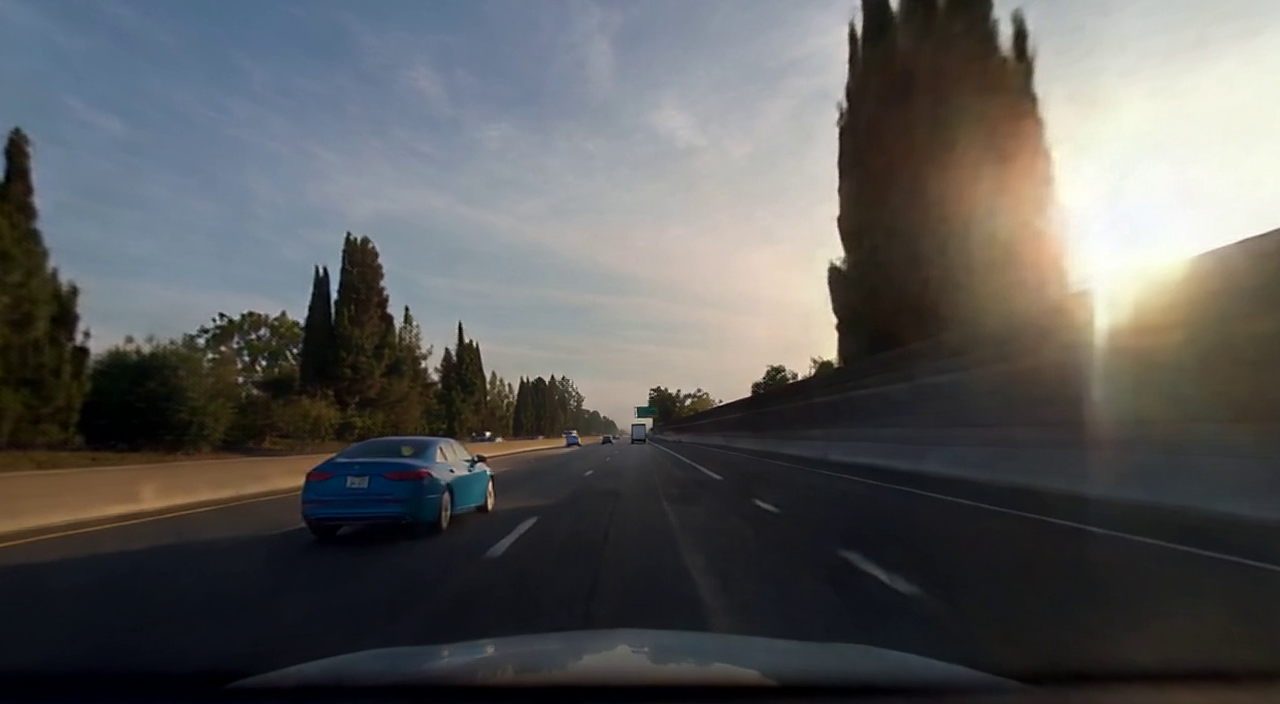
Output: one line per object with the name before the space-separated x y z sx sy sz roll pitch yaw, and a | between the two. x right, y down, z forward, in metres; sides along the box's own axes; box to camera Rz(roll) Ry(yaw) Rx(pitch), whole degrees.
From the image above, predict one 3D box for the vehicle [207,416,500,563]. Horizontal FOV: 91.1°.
vehicle | -3.396 1.683 8.477 2.079 1.500 3.881 0 -8 0
